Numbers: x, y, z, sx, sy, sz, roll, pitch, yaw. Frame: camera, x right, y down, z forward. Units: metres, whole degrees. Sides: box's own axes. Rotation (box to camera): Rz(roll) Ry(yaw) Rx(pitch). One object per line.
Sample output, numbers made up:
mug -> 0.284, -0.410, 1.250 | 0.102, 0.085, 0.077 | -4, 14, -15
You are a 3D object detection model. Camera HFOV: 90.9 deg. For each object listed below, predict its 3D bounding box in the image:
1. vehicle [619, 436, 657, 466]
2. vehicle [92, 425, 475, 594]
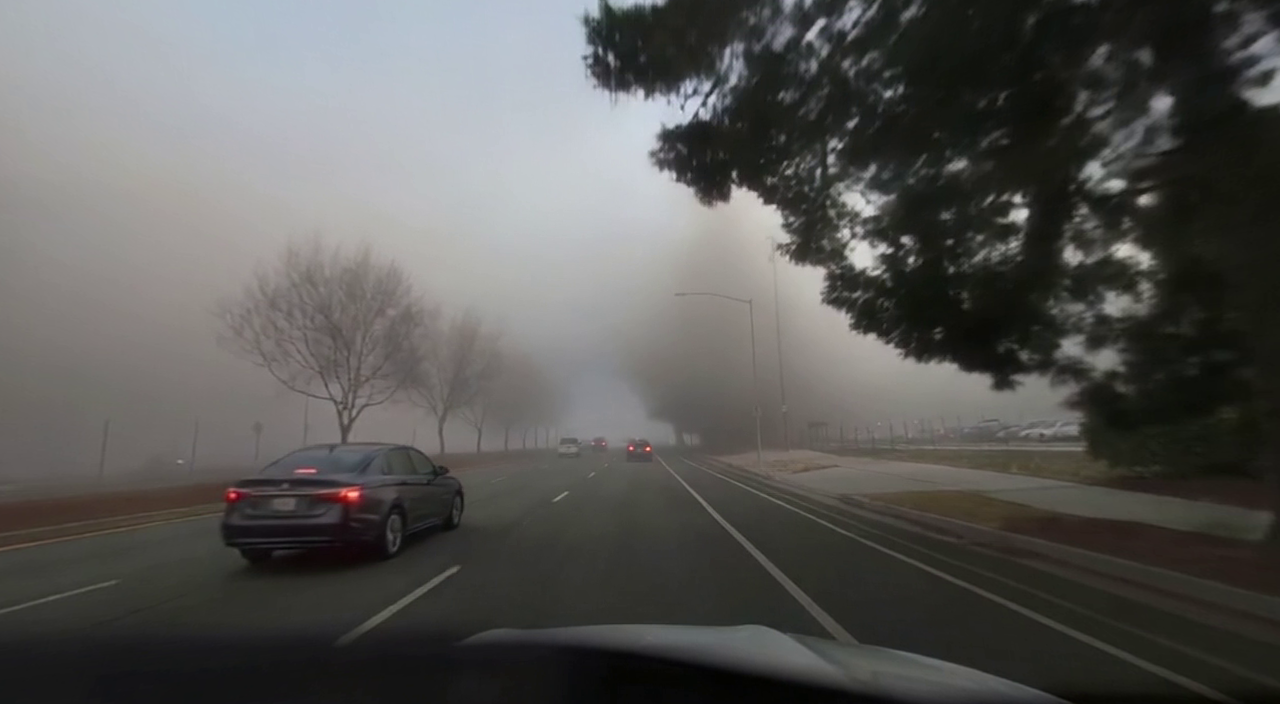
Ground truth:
vehicle -> -0.117, 5.949, 38.050 | 2.199, 1.652, 4.101 | 0, -8, 0
vehicle -> -3.785, 1.744, 8.036 | 1.942, 1.462, 4.905 | 0, -8, 1
